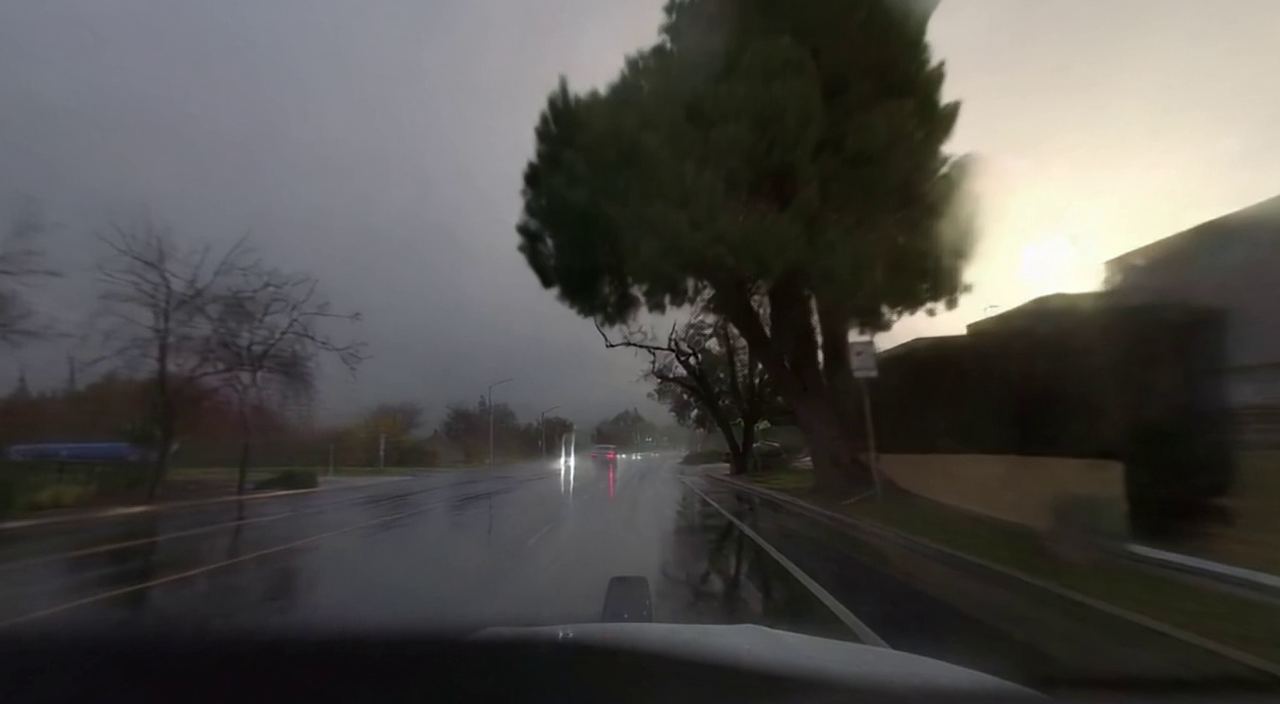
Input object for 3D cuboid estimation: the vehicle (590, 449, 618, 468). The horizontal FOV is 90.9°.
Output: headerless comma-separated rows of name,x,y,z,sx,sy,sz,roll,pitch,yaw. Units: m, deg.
vehicle,-2.801,8.352,49.788,1.973,1.400,3.915,0,-8,1
